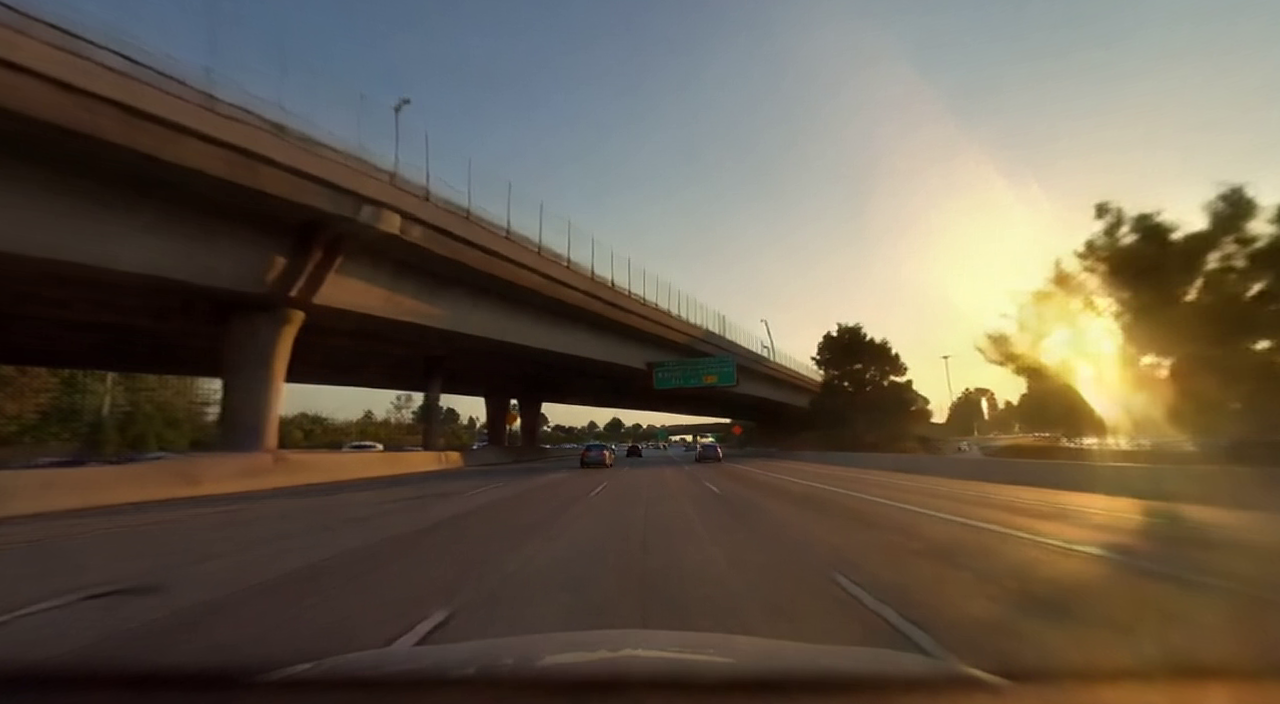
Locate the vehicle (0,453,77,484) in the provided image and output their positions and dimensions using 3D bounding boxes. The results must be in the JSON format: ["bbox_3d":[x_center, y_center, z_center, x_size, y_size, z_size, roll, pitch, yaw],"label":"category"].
[{"bbox_3d":[-33.168,6.214,33.809,1.879,1.471,4.447,0,-8,0],"label":"vehicle"}]

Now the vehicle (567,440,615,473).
[{"bbox_3d":[-2.698,5.904,35.769,2.196,1.733,4.355,0,-8,2],"label":"vehicle"}]

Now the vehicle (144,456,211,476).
[{"bbox_3d":[-35.307,8.710,48.305,1.760,1.402,4.340,0,-8,2],"label":"vehicle"}]

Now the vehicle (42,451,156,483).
[{"bbox_3d":[-27.253,5.791,31.981,1.806,1.450,4.352,0,-8,2],"label":"vehicle"}]
